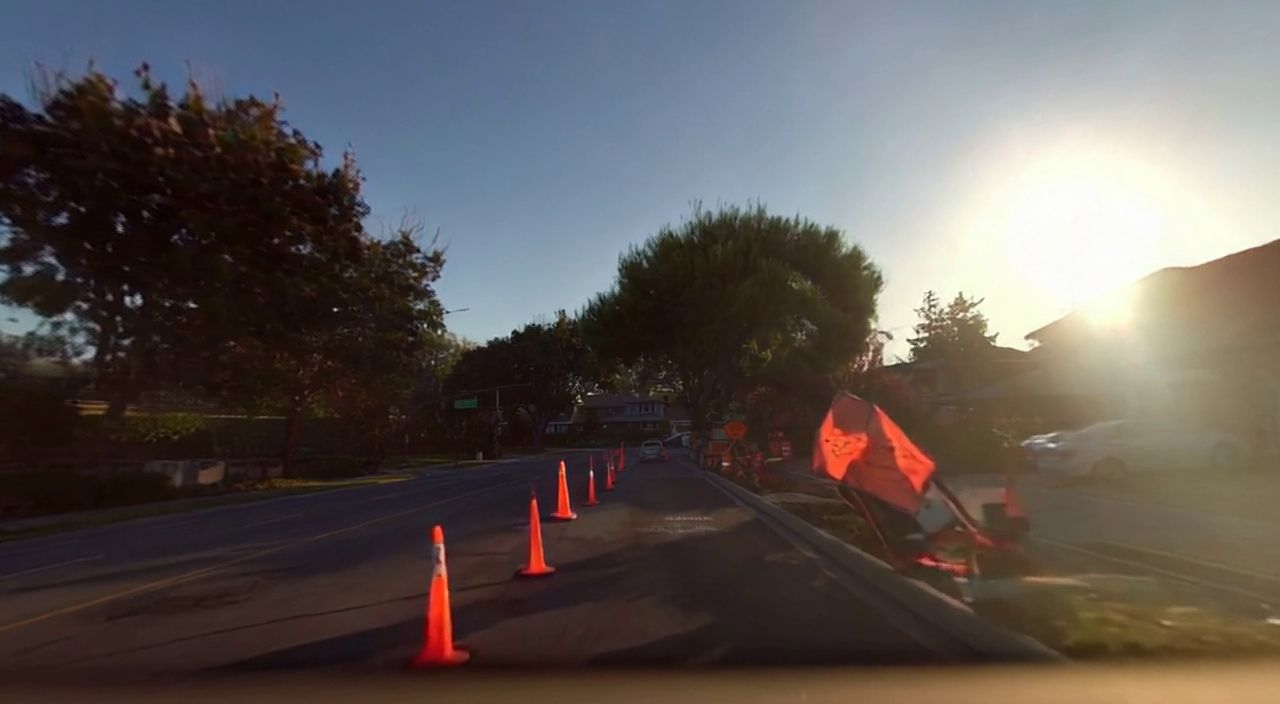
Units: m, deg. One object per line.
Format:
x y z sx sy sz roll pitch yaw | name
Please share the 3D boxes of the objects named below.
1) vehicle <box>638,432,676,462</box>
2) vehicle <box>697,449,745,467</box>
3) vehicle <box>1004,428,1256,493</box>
1.011 5.819 38.599 2.151 1.708 4.084 0 -8 1 | vehicle
4.169 5.535 32.925 2.123 0.883 3.024 0 -8 1 | vehicle
11.706 2.611 15.340 4.463 1.466 1.813 -1 -8 5 | vehicle
